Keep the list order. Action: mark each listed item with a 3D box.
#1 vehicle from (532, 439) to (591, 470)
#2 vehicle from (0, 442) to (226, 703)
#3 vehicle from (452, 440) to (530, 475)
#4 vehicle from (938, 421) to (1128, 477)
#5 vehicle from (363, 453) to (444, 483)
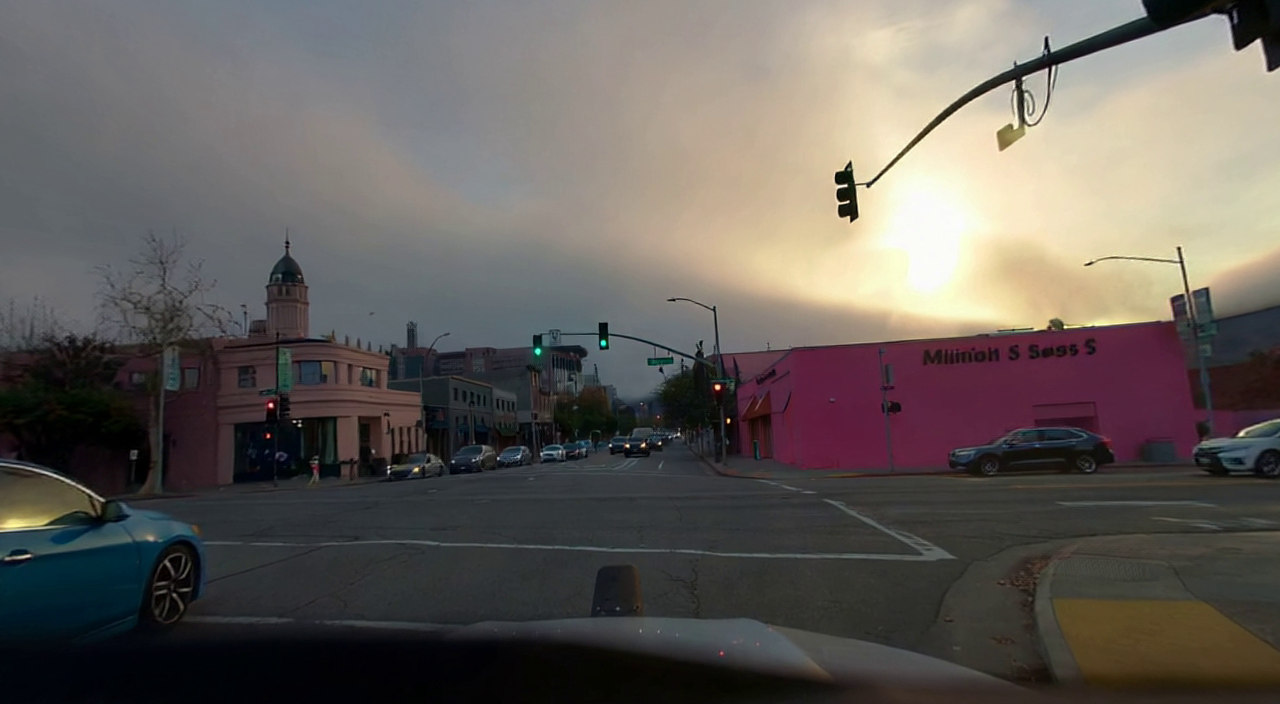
[{"bbox_3d":[-4.495,5.982,36.873,1.928,1.647,4.575,-2,-9,13],"label":"vehicle"},{"bbox_3d":[-3.752,0.970,2.145,1.759,1.325,4.295,0,-9,0],"label":"vehicle"},{"bbox_3d":[-8.378,5.974,36.054,2.152,1.825,5.406,-2,-9,12],"label":"vehicle"},{"bbox_3d":[11.567,2.890,18.802,4.355,1.546,1.820,-1,-9,6],"label":"vehicle"},{"bbox_3d":[-12.589,6.168,33.868,1.976,1.425,4.567,-1,-9,10],"label":"vehicle"}]
